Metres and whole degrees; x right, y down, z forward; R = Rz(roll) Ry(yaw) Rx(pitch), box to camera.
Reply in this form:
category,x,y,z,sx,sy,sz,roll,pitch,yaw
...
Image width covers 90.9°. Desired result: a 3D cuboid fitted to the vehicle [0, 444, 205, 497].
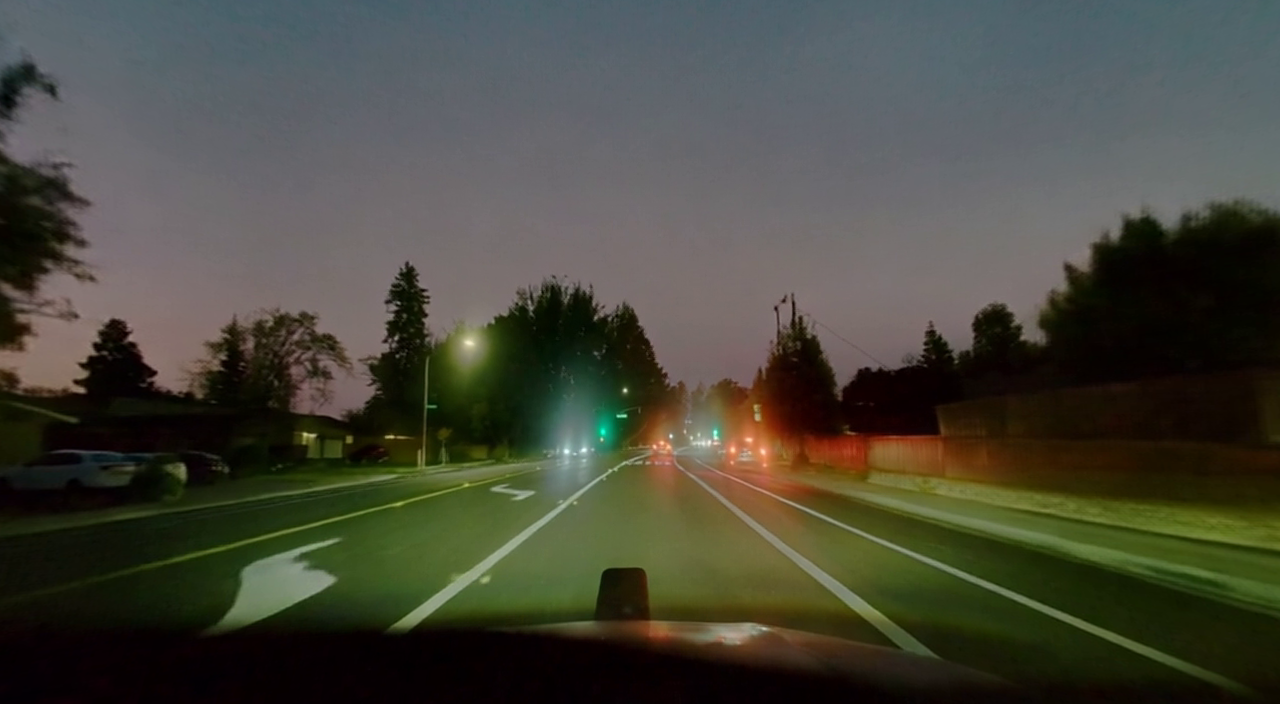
category,x,y,z,sx,sy,sz,roll,pitch,yaw
vehicle,-18.376,3.981,21.394,5.419,1.649,2.396,0,-8,1

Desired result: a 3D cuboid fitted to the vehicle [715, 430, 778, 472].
category,x,y,z,sx,sy,sz,roll,pitch,yaw
vehicle,5.130,4.854,31.132,2.233,1.887,5.347,0,-8,0
